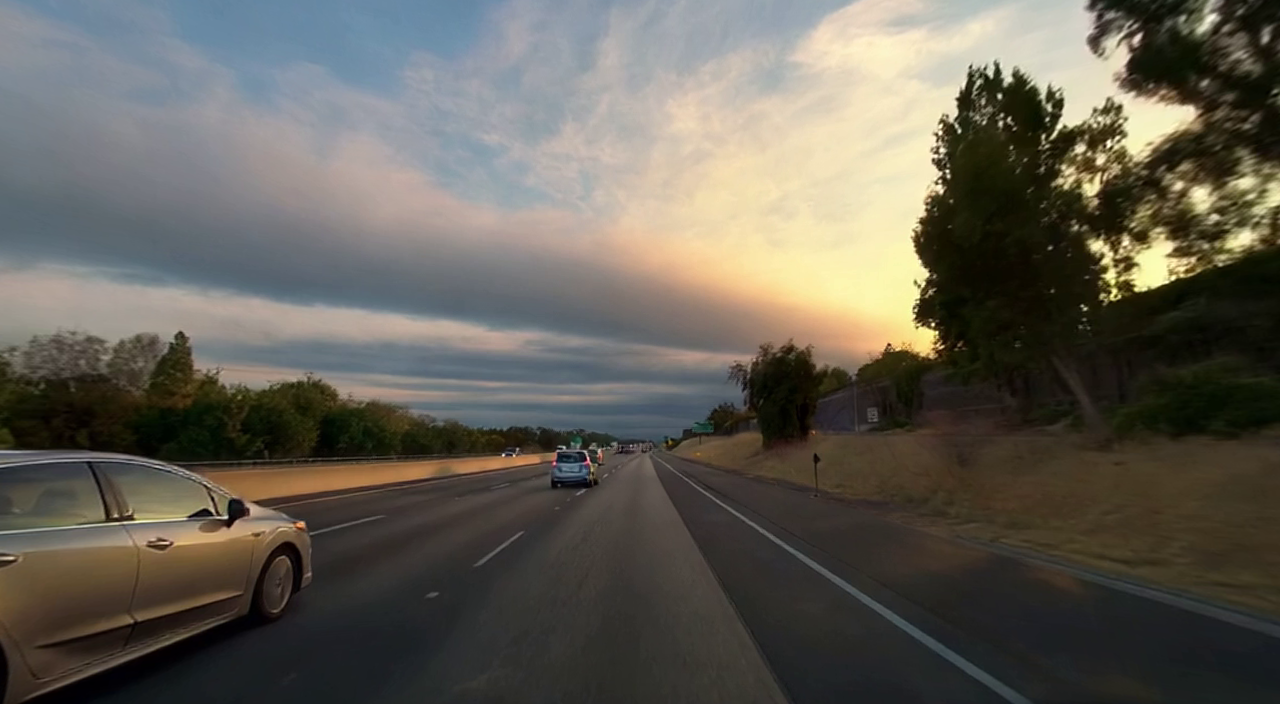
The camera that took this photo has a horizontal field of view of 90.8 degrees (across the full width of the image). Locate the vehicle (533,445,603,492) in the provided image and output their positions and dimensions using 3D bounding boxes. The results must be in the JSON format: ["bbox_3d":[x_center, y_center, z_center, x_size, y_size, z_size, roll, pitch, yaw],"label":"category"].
[{"bbox_3d":[-2.474,4.132,22.698,1.908,1.515,3.871,0,-9,2],"label":"vehicle"}]
